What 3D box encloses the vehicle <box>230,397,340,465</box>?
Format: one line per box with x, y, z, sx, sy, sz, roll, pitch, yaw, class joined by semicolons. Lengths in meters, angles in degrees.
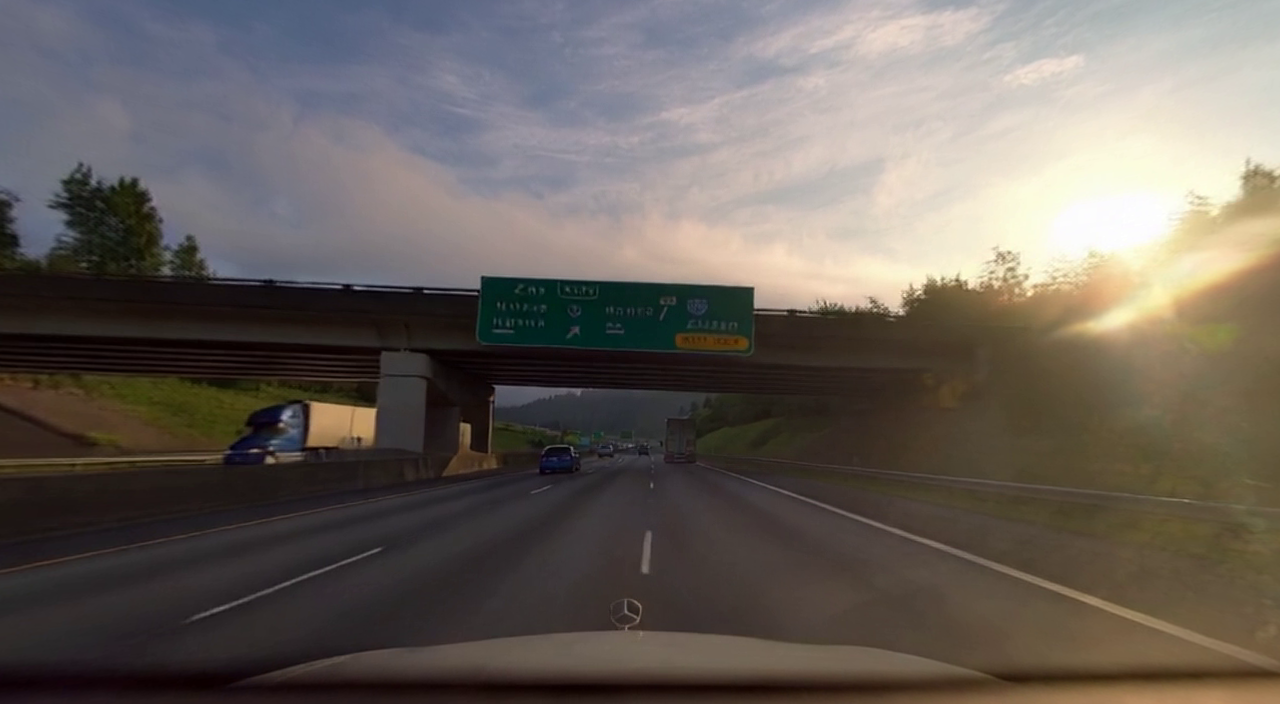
-22.008;5.017;39.630;2.992;3.914;6.177;-1;-9;2;vehicle

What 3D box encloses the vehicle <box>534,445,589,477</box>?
-3.935;5.562;32.414;2.038;1.489;4.603;-1;-9;3;vehicle

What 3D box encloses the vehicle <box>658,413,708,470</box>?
3.136;7.056;49.476;2.943;3.830;12.409;0;-9;0;vehicle
